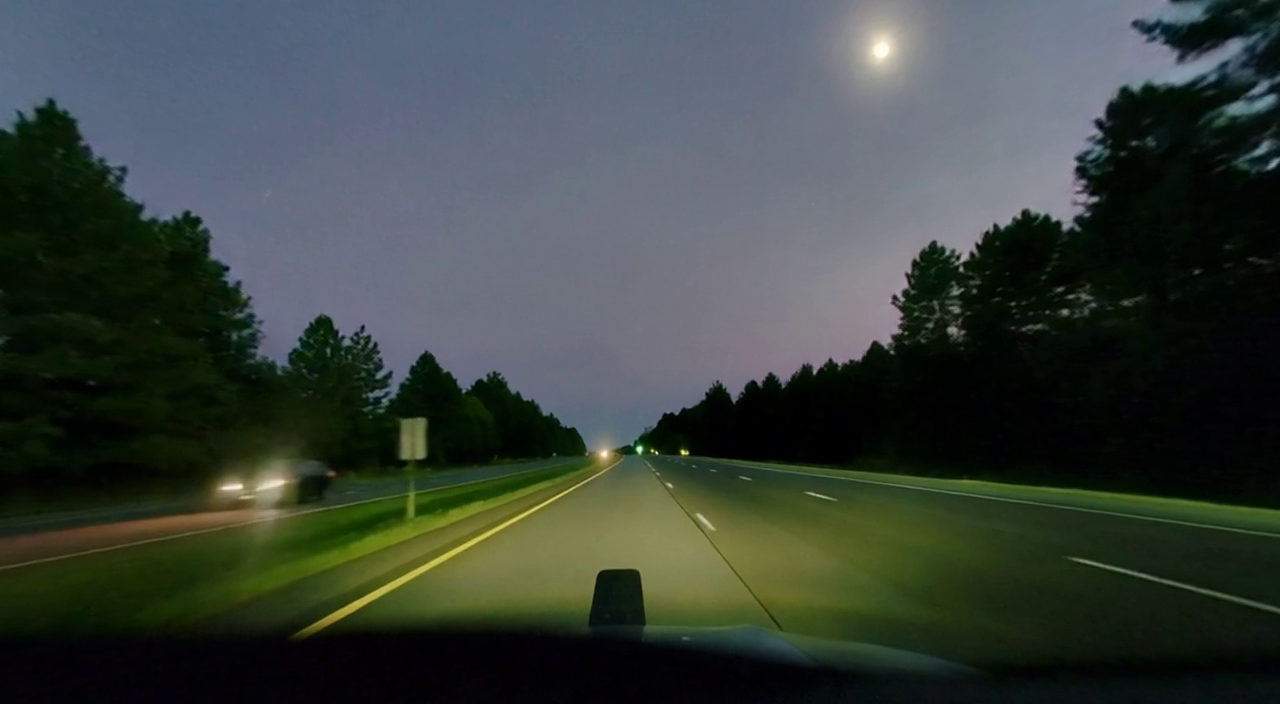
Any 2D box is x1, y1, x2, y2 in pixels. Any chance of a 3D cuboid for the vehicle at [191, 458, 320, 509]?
[{"bbox_3d":[-12.156,4.159,20.250,1.764,1.404,3.791,0,-9,-1],"label":"vehicle"}]
